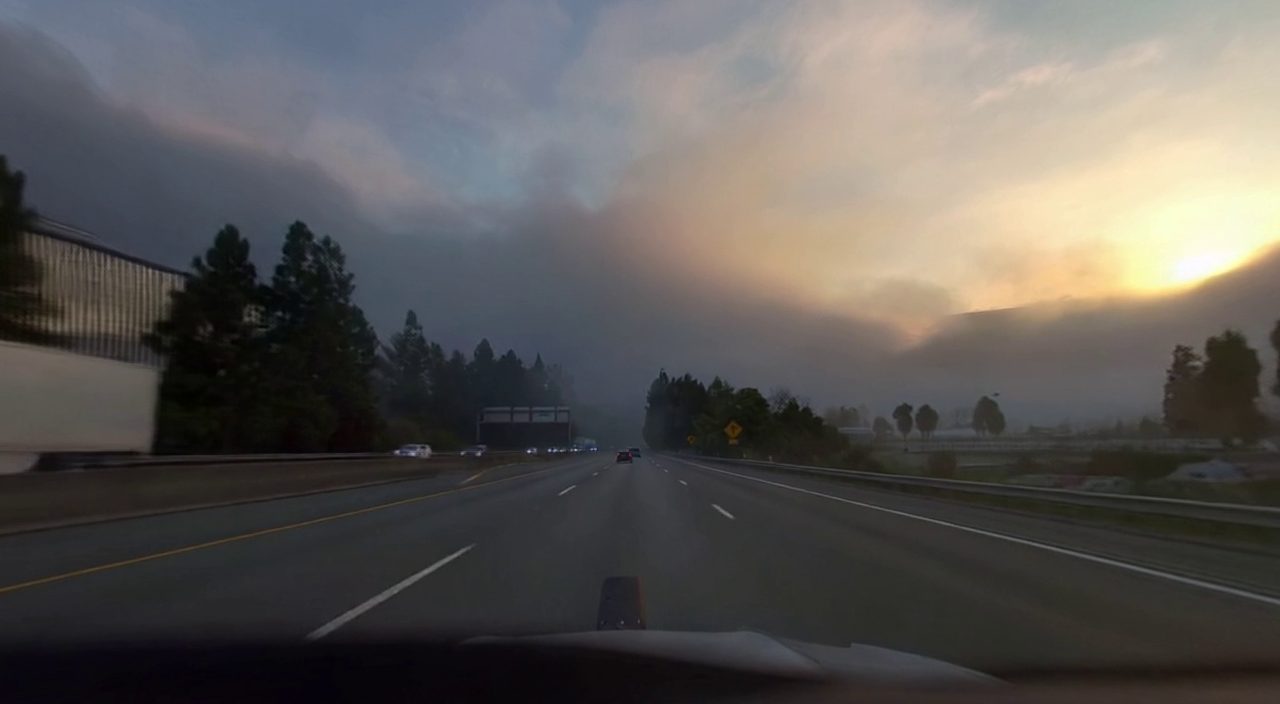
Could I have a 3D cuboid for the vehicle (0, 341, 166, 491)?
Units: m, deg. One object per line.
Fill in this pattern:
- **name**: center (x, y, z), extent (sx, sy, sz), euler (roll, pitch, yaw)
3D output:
- **vehicle**: center (-18.661, 1.971, 18.548), extent (2.892, 3.974, 8.106), euler (0, -9, 1)
